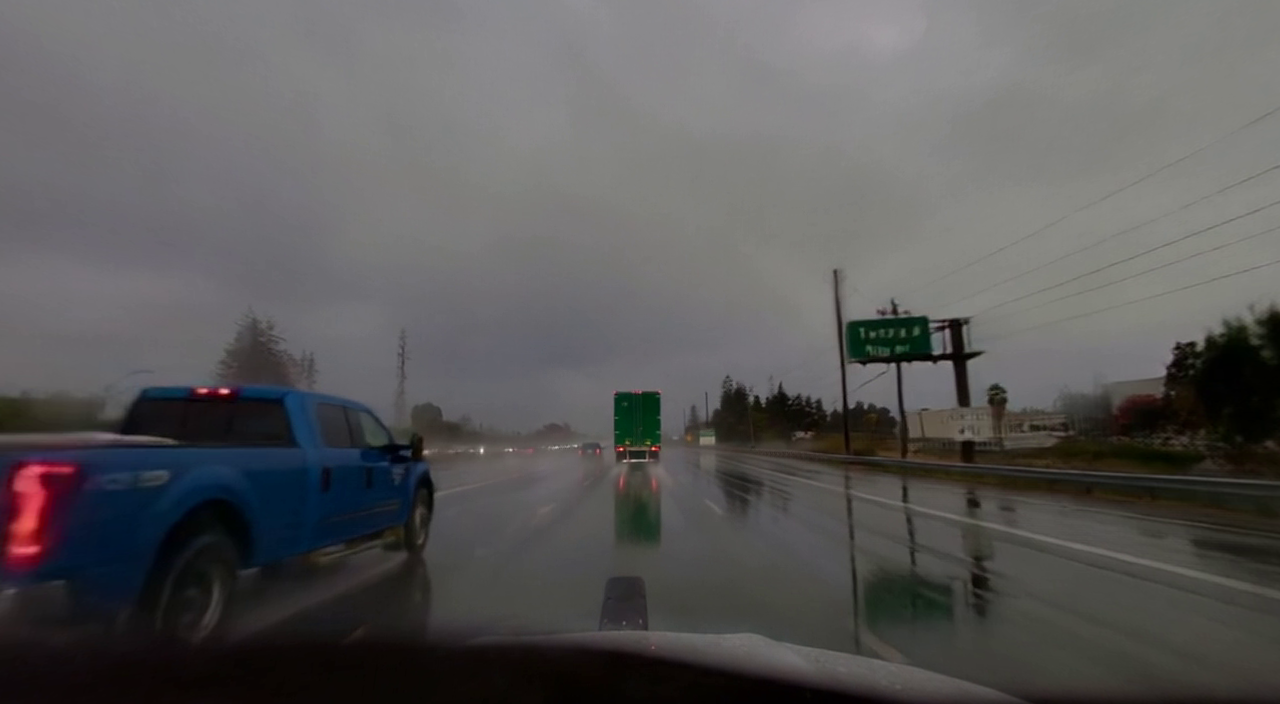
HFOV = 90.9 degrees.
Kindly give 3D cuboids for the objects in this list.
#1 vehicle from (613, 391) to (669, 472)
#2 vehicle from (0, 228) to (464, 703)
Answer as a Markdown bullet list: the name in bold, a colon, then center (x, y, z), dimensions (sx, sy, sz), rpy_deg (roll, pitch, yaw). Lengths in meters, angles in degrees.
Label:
- **vehicle**: center (0.046, 5.026, 38.947), dimensions (2.879, 4.085, 13.125), rpy_deg (0, -8, 0)
- **vehicle**: center (-3.718, 1.014, 4.979), dimensions (2.749, 2.141, 6.515), rpy_deg (0, -8, 0)
